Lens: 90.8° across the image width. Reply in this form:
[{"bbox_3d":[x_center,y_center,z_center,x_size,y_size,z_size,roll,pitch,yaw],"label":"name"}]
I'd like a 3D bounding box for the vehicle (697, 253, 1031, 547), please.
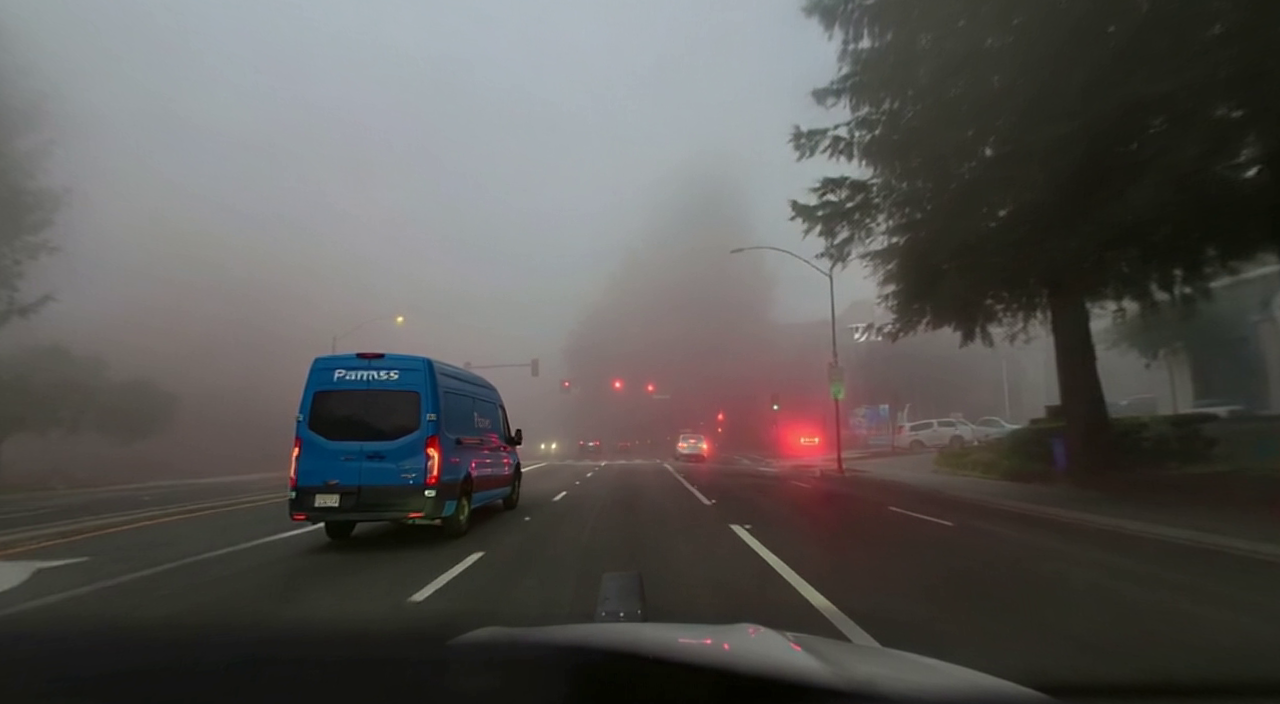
[{"bbox_3d":[3.067,1.252,12.469,2.861,3.525,9.858,0,-9,-1],"label":"vehicle"}]

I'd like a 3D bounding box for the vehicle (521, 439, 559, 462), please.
[{"bbox_3d":[-6.748,6.723,43.068,1.958,1.491,4.155,0,-9,0],"label":"vehicle"}]

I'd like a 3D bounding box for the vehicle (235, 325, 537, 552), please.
[{"bbox_3d":[-3.645,1.529,11.069,2.443,2.784,6.493,0,-9,1],"label":"vehicle"}]

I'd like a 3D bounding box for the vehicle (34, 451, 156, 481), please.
[{"bbox_3d":[-31.337,6.557,36.568,4.955,1.514,1.973,4,-9,-29],"label":"vehicle"}]
